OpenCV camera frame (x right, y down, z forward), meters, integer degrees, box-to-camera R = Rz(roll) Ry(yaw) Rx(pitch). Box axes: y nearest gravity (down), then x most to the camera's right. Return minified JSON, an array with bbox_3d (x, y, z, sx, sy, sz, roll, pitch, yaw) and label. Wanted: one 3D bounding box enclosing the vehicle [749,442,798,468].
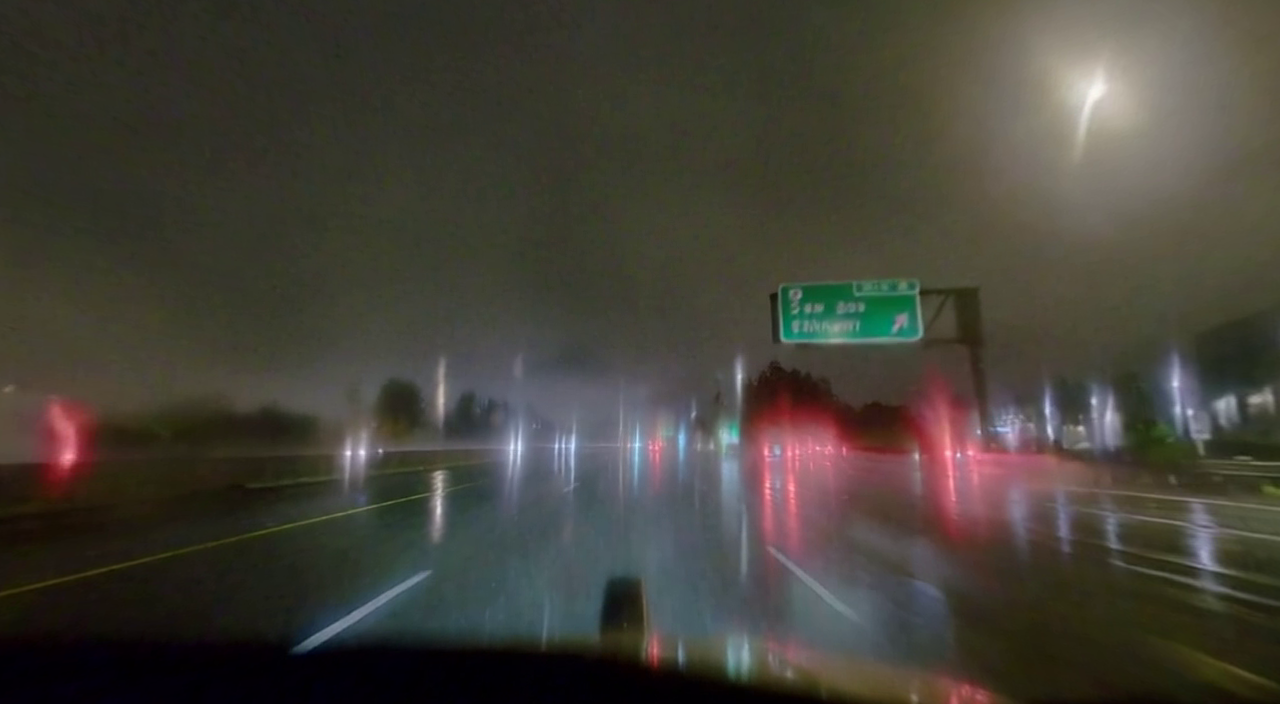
[{"bbox_3d":[8.081,6.290,38.597,2.056,1.465,4.304,0,-8,-1],"label":"vehicle"}]
